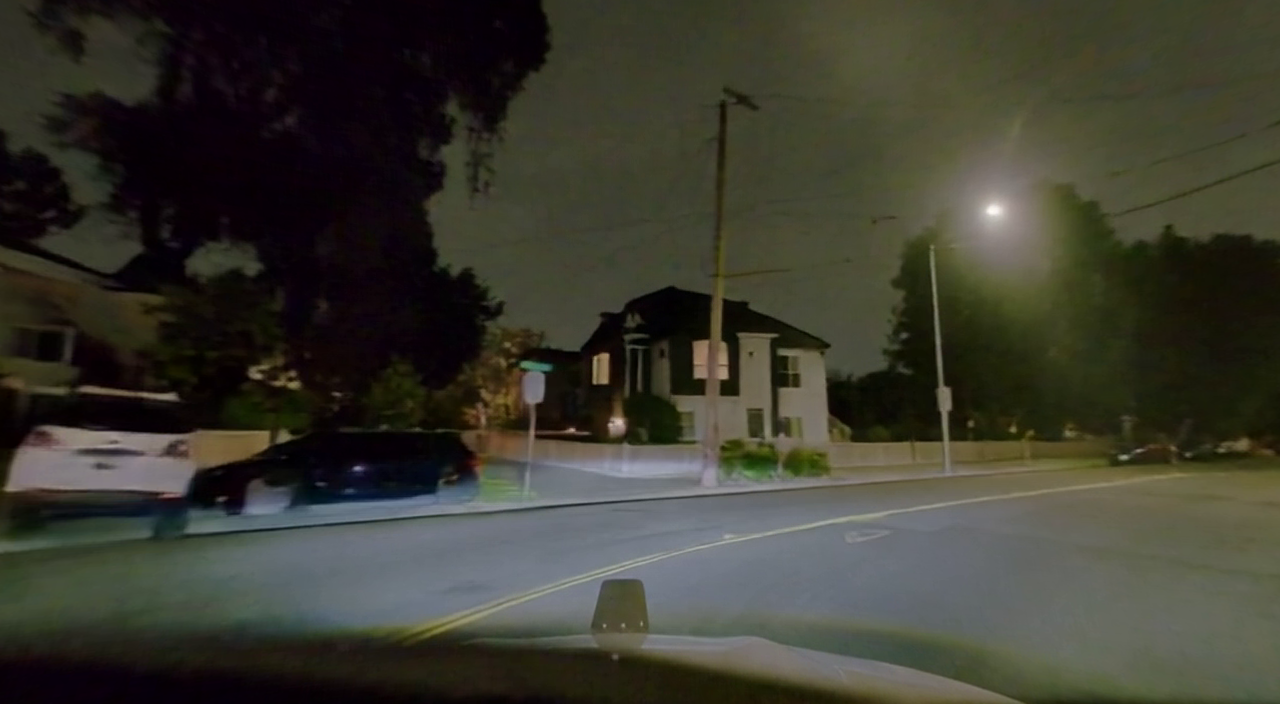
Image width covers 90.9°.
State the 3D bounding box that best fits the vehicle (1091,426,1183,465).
[{"bbox_3d":[24.459,4.580,30.990,4.437,1.695,2.027,5,-13,-33],"label":"vehicle"}]

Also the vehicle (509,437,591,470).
[{"bbox_3d":[-4.617,5.168,32.284,3.784,1.532,1.650,3,-9,-28],"label":"vehicle"}]

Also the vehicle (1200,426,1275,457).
[{"bbox_3d":[37.876,5.692,39.892,5.370,1.799,2.120,5,-11,-34],"label":"vehicle"}]
